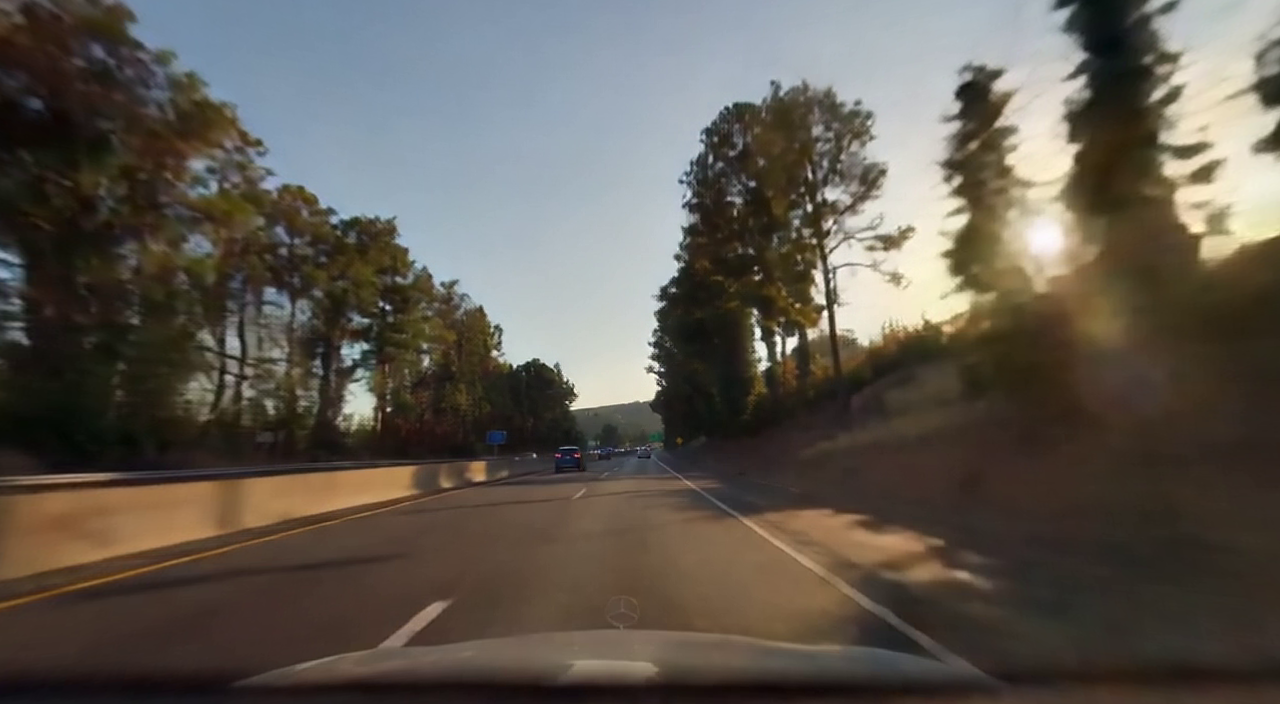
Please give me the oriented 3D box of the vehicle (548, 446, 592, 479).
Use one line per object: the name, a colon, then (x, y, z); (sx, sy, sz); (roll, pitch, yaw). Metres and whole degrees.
vehicle: (-3.638, 5.794, 33.335); (1.846, 1.600, 4.108); (-1, -9, 0)
